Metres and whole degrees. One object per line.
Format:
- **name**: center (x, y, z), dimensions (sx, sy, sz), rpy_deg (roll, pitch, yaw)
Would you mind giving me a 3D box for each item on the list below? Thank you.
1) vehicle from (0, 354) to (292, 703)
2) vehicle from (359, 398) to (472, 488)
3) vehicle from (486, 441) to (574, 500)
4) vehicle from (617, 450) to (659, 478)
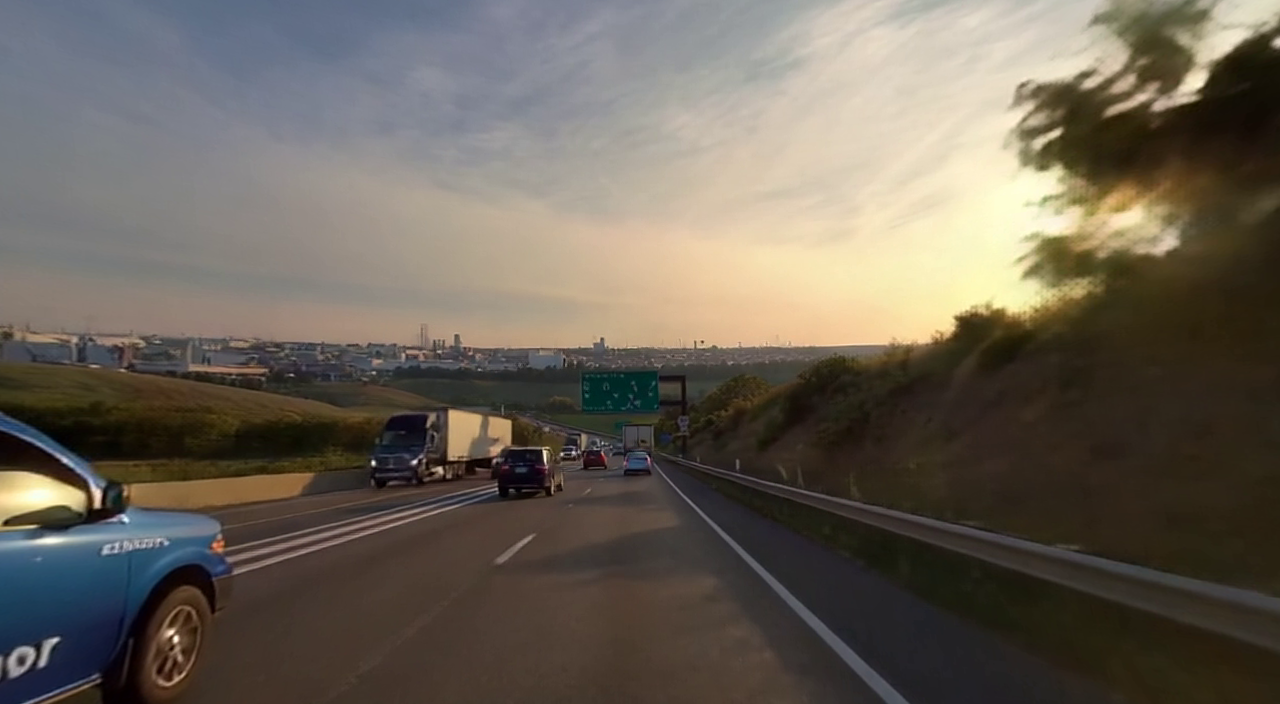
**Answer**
- **vehicle**: center (-3.224, 0.776, 1.551), dimensions (2.117, 1.688, 4.582), rpy_deg (0, -9, 0)
- **vehicle**: center (-9.936, 4.148, 28.738), dimensions (2.922, 3.600, 6.110), rpy_deg (0, -9, -1)
- **vehicle**: center (-3.232, 3.583, 19.419), dimensions (1.937, 1.600, 4.141), rpy_deg (0, -9, 0)
- **vehicle**: center (-0.117, 5.886, 33.455), dimensions (2.095, 1.393, 3.908), rpy_deg (0, -9, 0)
